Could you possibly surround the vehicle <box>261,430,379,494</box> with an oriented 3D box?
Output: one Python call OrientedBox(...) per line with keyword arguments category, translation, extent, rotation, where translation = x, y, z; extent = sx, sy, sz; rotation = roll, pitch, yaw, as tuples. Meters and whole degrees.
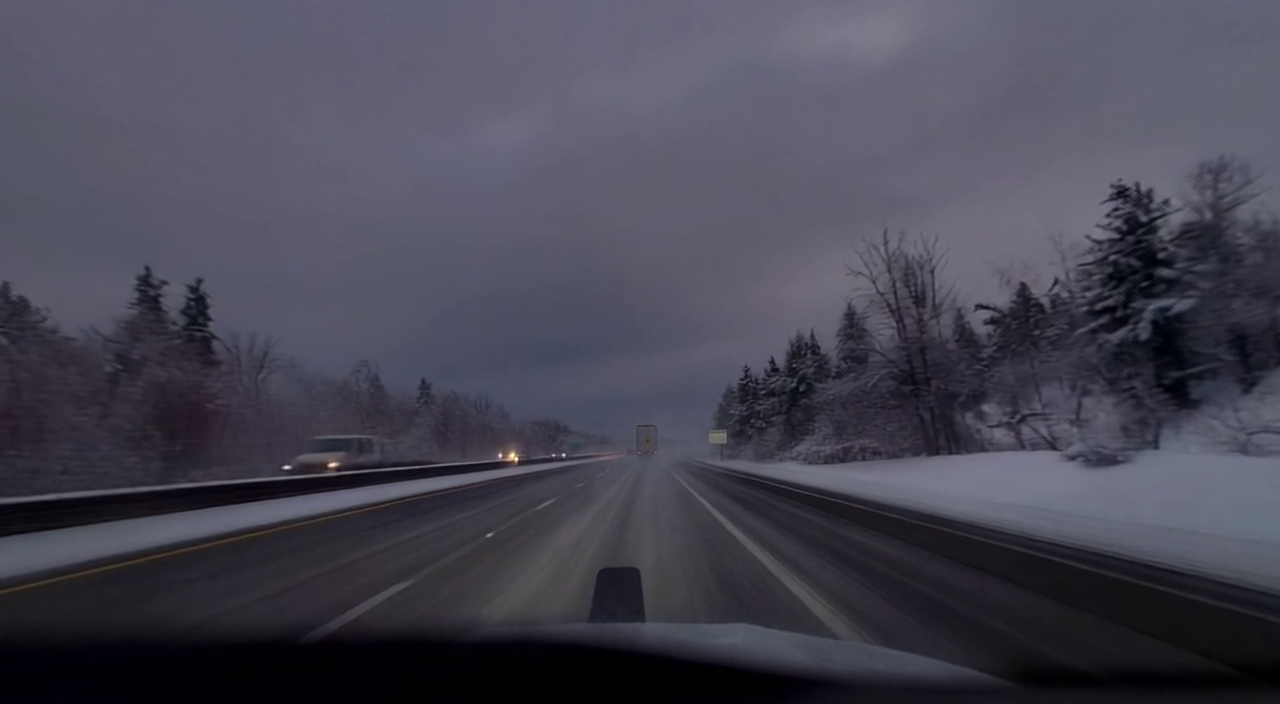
OrientedBox(category="vehicle", translation=(-17.199, 5.973, 34.545), extent=(2.734, 3.128, 6.814), rotation=(0, -9, 1))
